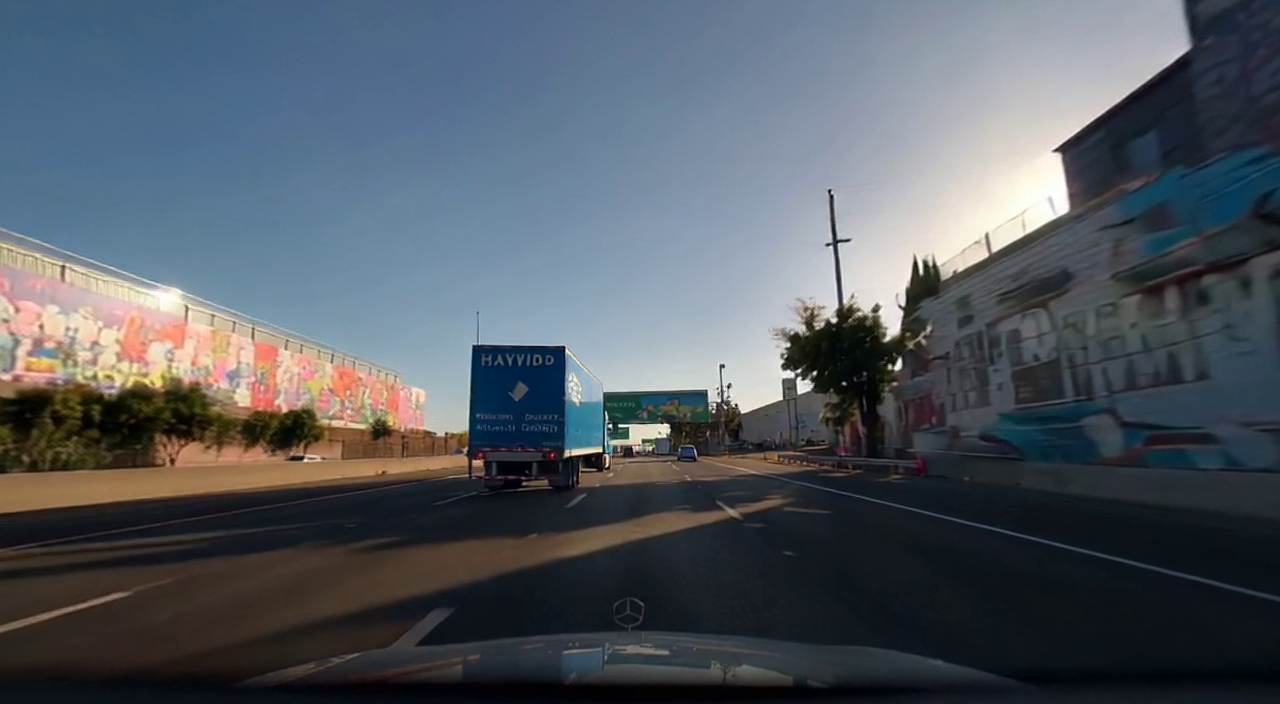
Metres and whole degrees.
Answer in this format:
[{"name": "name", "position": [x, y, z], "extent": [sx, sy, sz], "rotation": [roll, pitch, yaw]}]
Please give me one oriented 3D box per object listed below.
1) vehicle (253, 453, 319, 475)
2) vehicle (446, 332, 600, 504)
[{"name": "vehicle", "position": [-26.178, 8.260, 46.814], "extent": [2.145, 1.501, 4.503], "rotation": [-1, -8, 3]}, {"name": "vehicle", "position": [-3.047, 2.132, 19.453], "extent": [2.977, 4.048, 8.890], "rotation": [-1, -8, 0]}]
